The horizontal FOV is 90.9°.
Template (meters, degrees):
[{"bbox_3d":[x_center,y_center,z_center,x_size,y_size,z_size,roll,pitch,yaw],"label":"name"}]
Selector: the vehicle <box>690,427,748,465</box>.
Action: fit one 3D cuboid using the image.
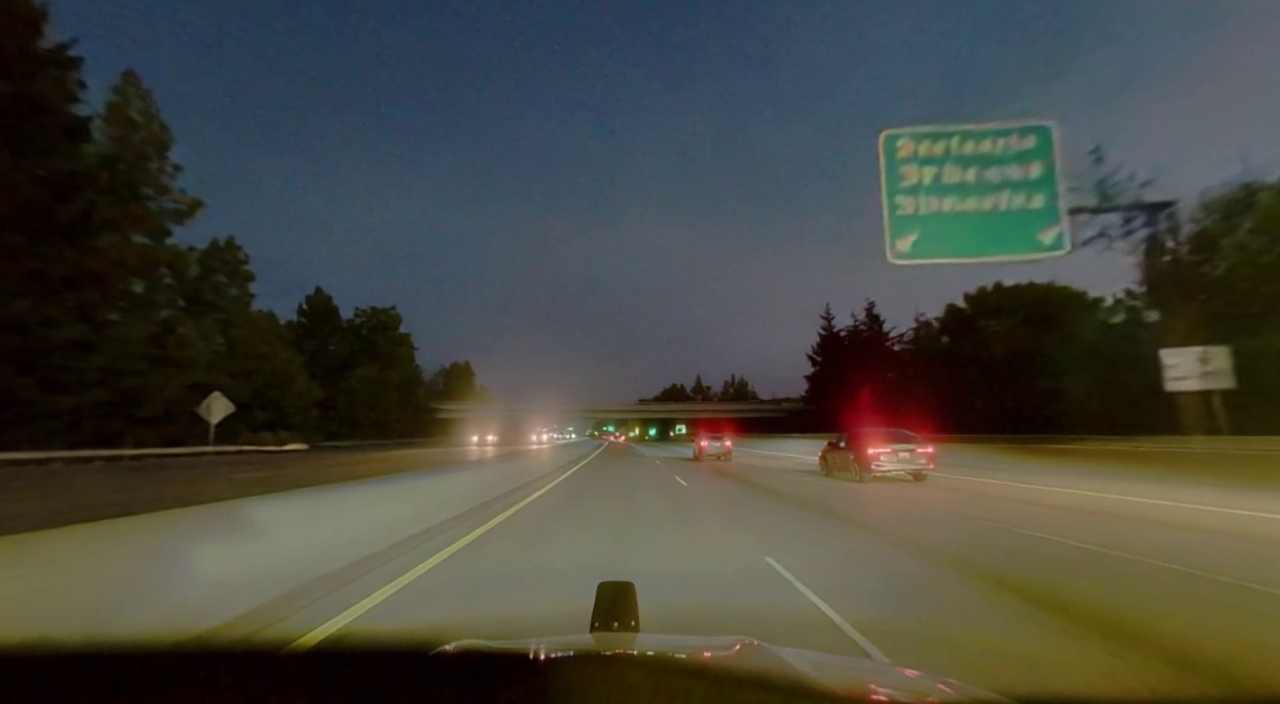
[{"bbox_3d":[3.498,4.209,28.556,1.938,1.578,3.764,0,-8,-3],"label":"vehicle"}]
